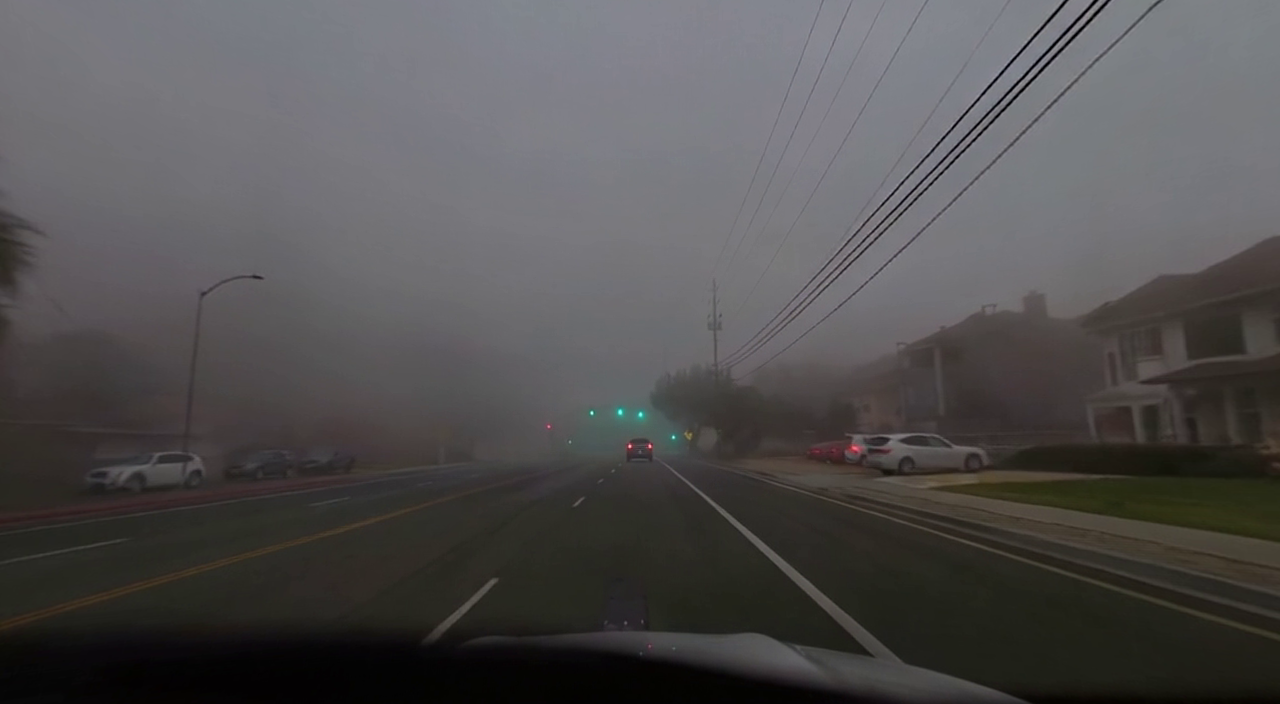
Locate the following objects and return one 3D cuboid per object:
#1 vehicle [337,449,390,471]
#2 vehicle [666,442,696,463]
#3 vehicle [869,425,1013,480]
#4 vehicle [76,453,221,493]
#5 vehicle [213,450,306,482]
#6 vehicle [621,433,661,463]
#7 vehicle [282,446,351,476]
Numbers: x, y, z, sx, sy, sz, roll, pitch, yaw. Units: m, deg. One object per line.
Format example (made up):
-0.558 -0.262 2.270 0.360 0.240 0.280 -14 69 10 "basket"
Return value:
-20.455 7.958 46.814 1.865 1.506 4.706 0 -8 -1 "vehicle"
3.061 7.590 47.880 2.002 1.511 4.124 0 -8 -1 "vehicle"
11.544 3.884 24.482 4.305 1.997 2.453 0 -9 -1 "vehicle"
-20.414 5.013 26.512 2.178 1.484 4.726 0 -9 2 "vehicle"
-20.117 6.024 33.585 2.050 1.501 4.588 0 -9 1 "vehicle"
0.030 7.037 46.220 2.769 2.087 5.130 0 -8 -1 "vehicle"
-20.282 6.827 39.756 1.973 1.700 4.475 0 -8 -1 "vehicle"
